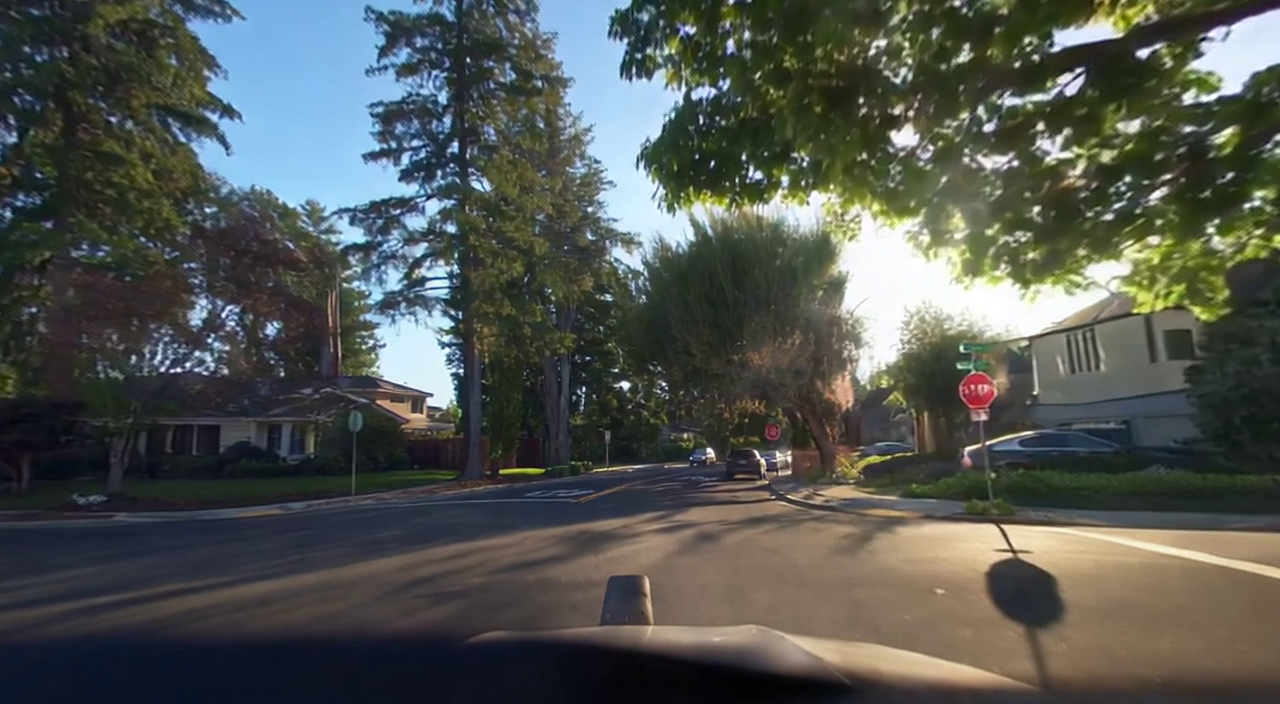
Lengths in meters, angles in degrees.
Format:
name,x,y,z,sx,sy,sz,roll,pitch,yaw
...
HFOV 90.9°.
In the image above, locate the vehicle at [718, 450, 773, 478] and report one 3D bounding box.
name,x,y,z,sx,sy,sz,roll,pitch,yaw
vehicle,6.986,7.252,41.236,2.692,1.649,4.689,-3,-9,20
